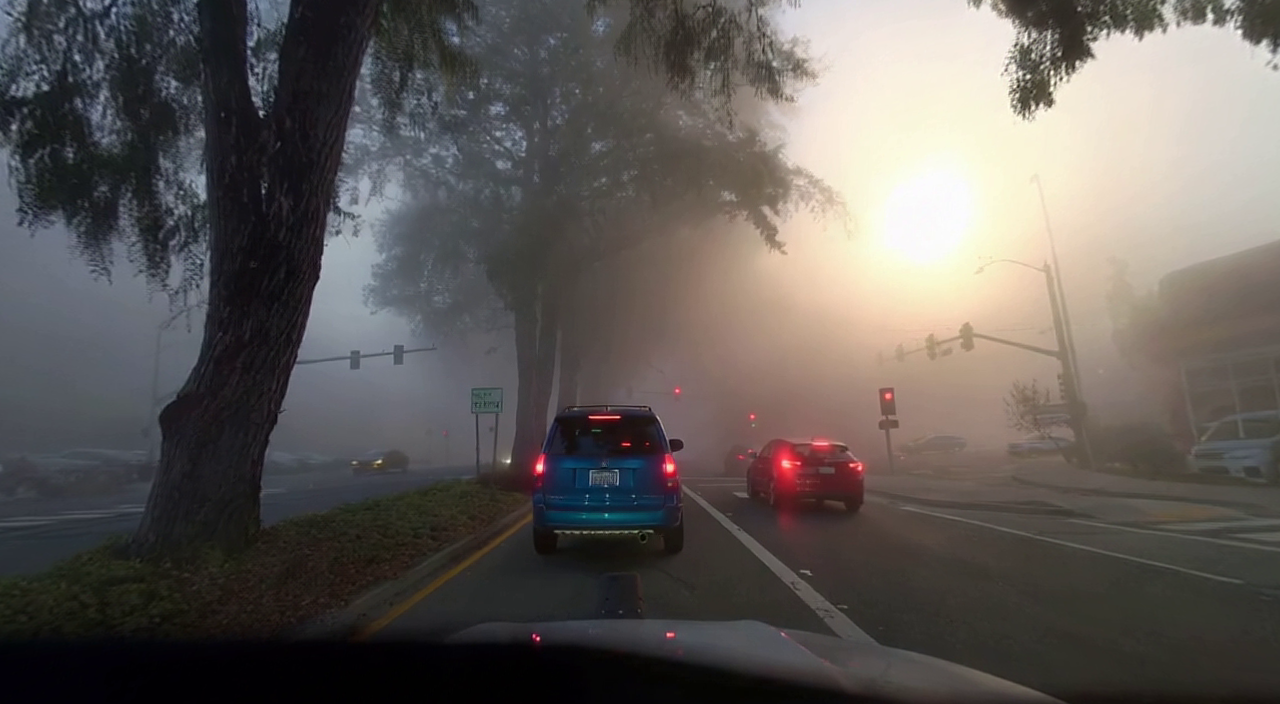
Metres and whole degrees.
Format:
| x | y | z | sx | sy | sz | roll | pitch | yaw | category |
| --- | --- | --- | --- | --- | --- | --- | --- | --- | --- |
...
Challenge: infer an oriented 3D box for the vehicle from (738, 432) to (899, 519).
| x | y | z | sx | sy | sz | roll | pitch | yaw | category |
| --- | --- | --- | --- | --- | --- | --- | --- | --- | --- |
| 3.634 | 2.610 | 13.943 | 2.098 | 1.555 | 4.778 | 0 | -9 | -1 | vehicle |

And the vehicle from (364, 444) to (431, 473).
| x | y | z | sx | sy | sz | roll | pitch | yaw | category |
| --- | --- | --- | --- | --- | --- | --- | --- | --- | --- |
| -13.270 | 5.831 | 34.813 | 1.983 | 1.460 | 4.456 | 0 | -9 | -1 | vehicle |

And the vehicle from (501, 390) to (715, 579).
| x | y | z | sx | sy | sz | roll | pitch | yaw | category |
| --- | --- | --- | --- | --- | --- | --- | --- | --- | --- |
| -0.298 | 1.648 | 8.620 | 2.096 | 1.837 | 4.687 | 0 | -9 | 0 | vehicle |

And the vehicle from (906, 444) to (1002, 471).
| x | y | z | sx | sy | sz | roll | pitch | yaw | category |
| --- | --- | --- | --- | --- | --- | --- | --- | --- | --- |
| 17.211 | 5.772 | 34.770 | 4.290 | 1.427 | 1.751 | 0 | -9 | 2 | vehicle |
